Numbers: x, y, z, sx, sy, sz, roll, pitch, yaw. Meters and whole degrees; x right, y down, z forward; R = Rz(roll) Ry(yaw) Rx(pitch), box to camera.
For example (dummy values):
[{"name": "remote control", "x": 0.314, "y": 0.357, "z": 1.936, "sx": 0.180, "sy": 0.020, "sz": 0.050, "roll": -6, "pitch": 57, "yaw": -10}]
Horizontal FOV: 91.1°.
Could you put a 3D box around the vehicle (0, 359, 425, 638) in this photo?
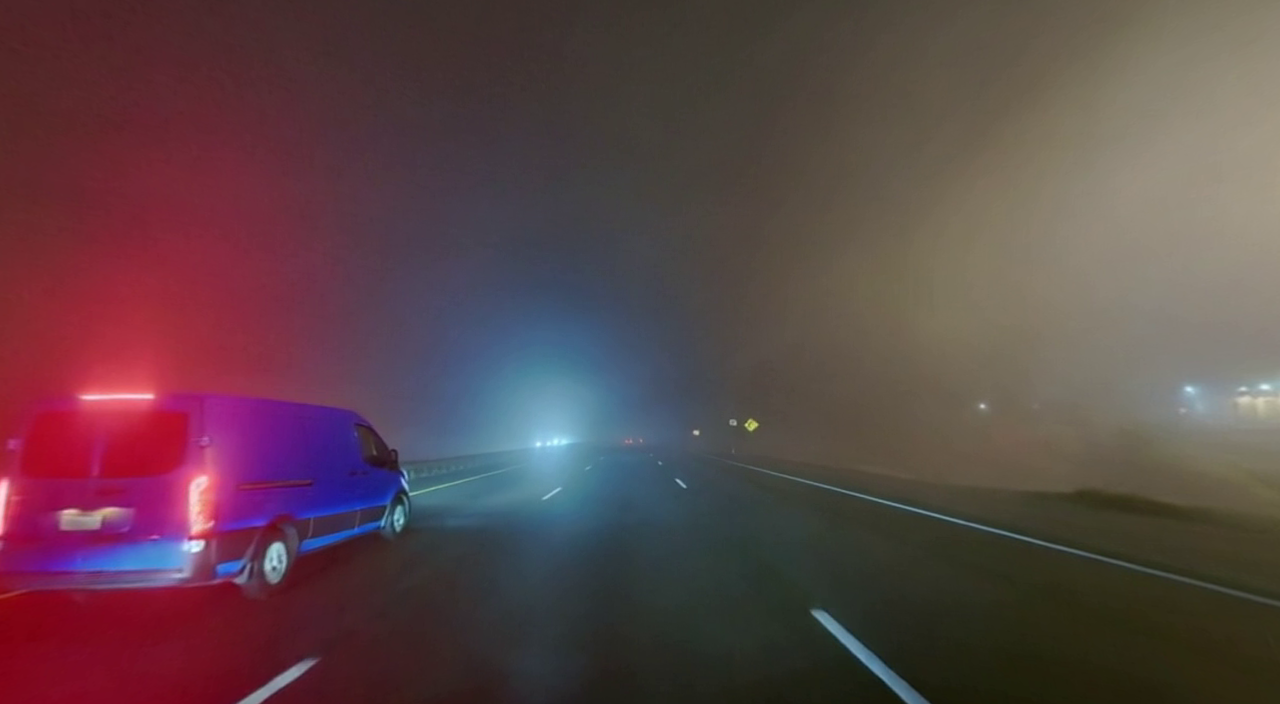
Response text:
[{"name": "vehicle", "x": -4.162, "y": 1.294, "z": 6.682, "sx": 2.104, "sy": 1.860, "sz": 4.853, "roll": 0, "pitch": -8, "yaw": -1}]
